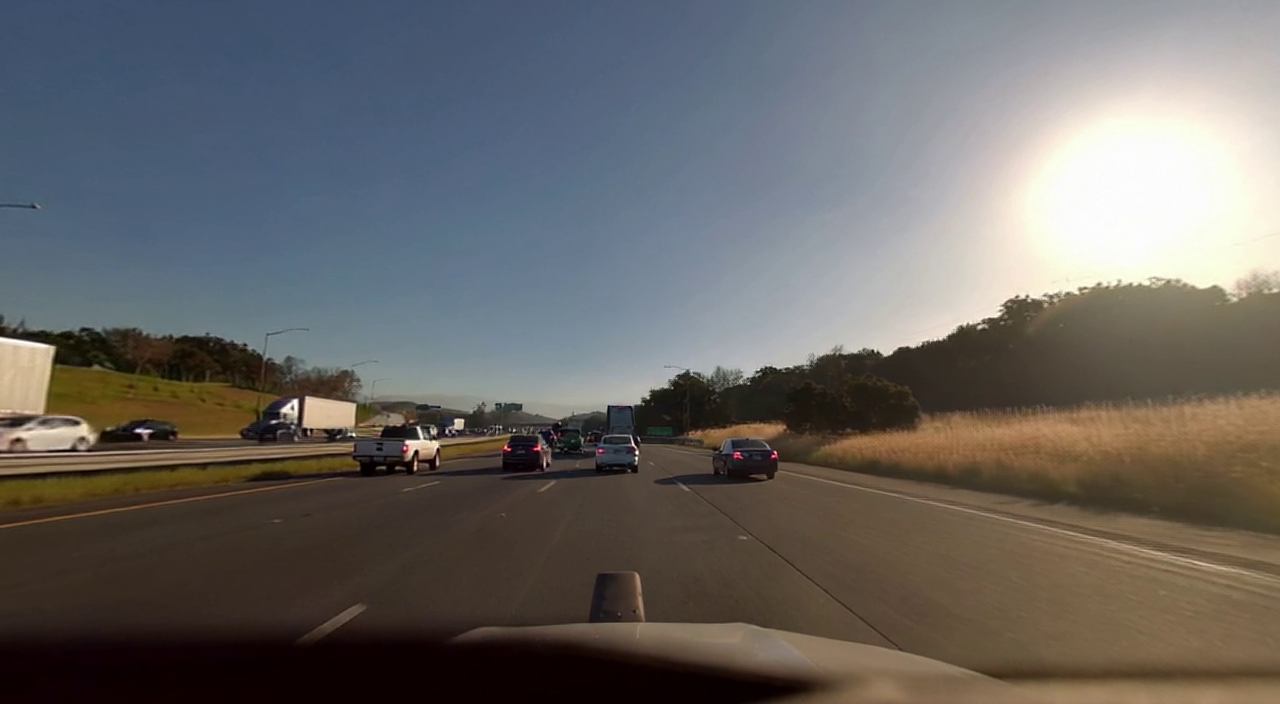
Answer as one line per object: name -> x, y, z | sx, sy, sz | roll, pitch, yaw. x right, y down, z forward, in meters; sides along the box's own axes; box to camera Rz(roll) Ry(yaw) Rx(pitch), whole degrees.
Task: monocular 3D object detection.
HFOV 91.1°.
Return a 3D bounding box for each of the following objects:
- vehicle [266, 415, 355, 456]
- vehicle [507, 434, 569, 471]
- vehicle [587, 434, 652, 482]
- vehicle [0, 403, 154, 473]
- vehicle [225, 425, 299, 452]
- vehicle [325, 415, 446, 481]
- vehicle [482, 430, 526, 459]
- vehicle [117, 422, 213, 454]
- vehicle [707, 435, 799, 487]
vehicle -> -15.454, 3.956, 29.778 | 1.919, 1.761, 4.413 | 0, -8, -2
vehicle -> -4.456, 4.456, 28.120 | 2.046, 1.493, 4.384 | 0, -8, 0
vehicle -> -0.673, 3.523, 21.267 | 1.980, 1.478, 3.758 | 0, -8, -1
vehicle -> -14.837, 2.157, 15.733 | 1.885, 1.496, 4.446 | 0, -8, -2
vehicle -> -23.615, 5.427, 39.468 | 2.068, 1.563, 4.337 | 0, -8, -2
vehicle -> -8.293, 3.162, 21.040 | 2.158, 1.943, 4.662 | 0, -8, -1
vehicle -> -8.972, 6.108, 41.699 | 1.992, 1.838, 4.493 | 0, -8, -1
vehicle -> -23.395, 4.262, 31.179 | 1.773, 1.462, 3.985 | 0, -8, -2
vehicle -> 3.540, 3.471, 20.519 | 1.981, 1.474, 4.396 | 0, -8, -3
